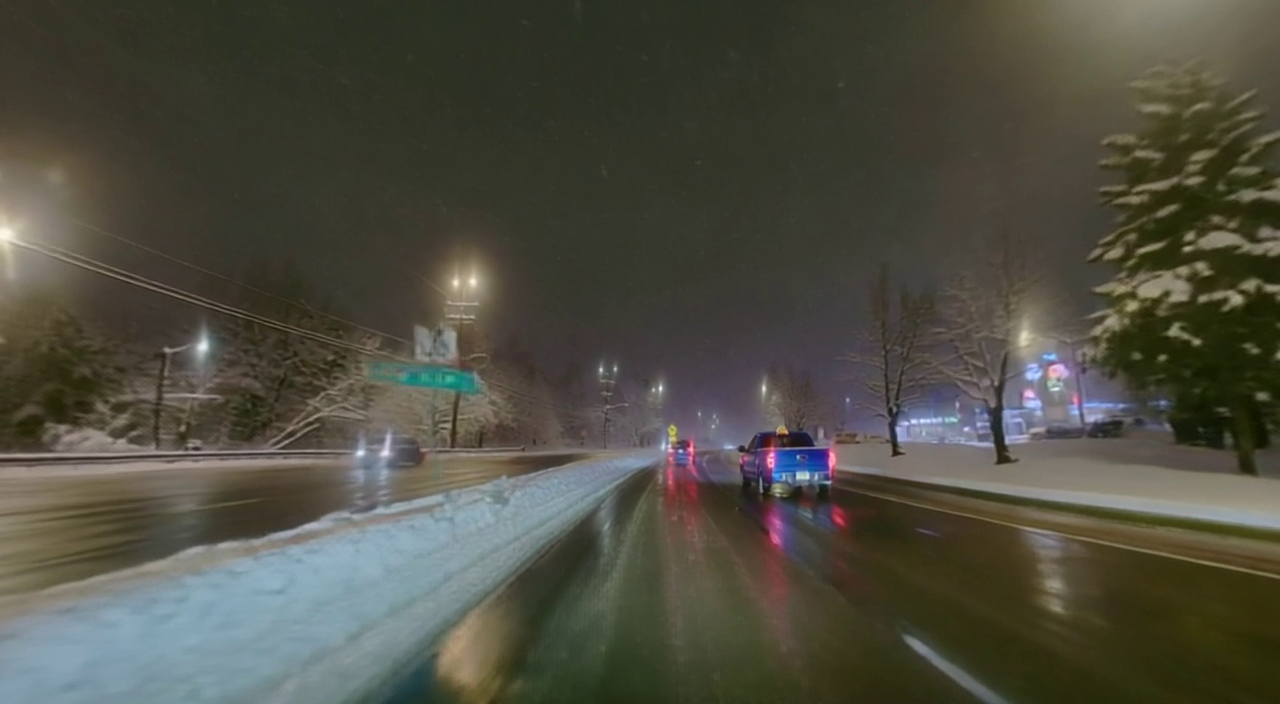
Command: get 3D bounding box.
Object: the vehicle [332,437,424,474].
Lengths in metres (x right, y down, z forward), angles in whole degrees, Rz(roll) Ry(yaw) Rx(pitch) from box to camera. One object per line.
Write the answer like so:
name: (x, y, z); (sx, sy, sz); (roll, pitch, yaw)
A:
vehicle: (-12.269, 4.860, 29.825); (2.008, 1.553, 4.642); (0, -9, 5)

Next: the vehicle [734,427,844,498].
vehicle: (4.538, 3.496, 20.320); (2.367, 1.919, 5.651); (0, -9, 2)

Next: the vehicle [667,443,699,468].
vehicle: (2.810, 6.668, 40.658); (1.968, 1.521, 4.262); (0, -9, 5)
